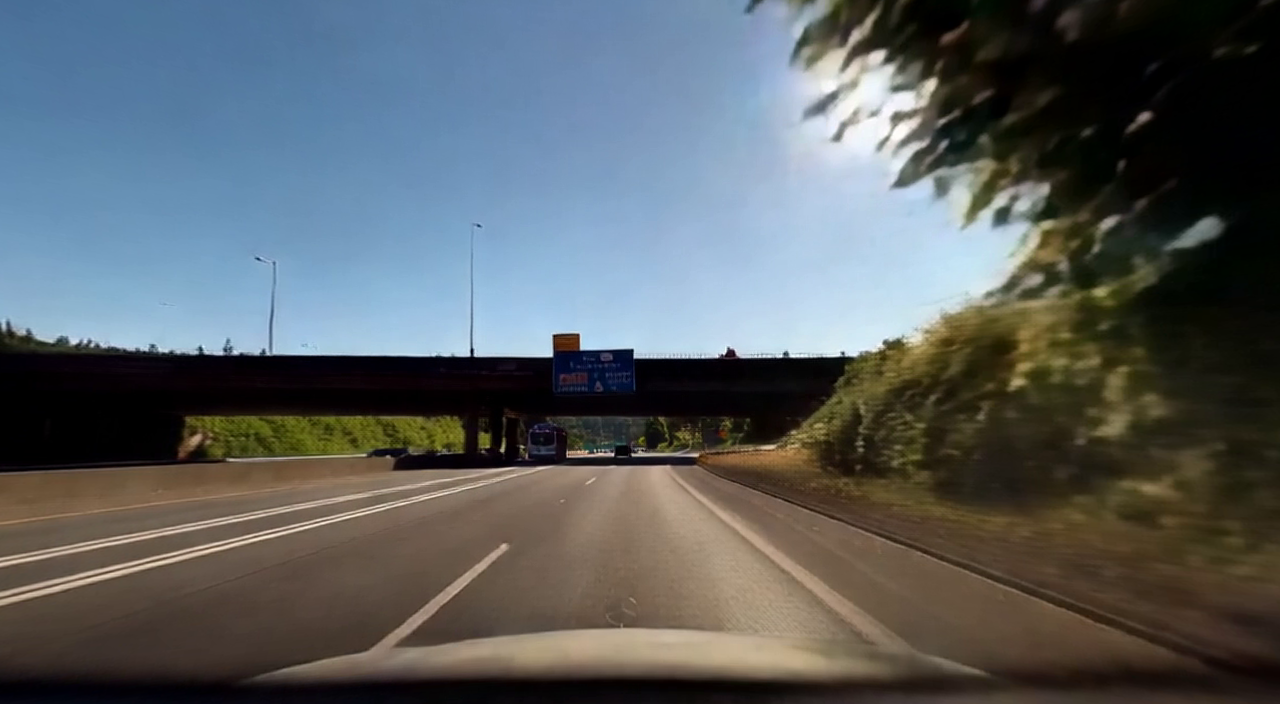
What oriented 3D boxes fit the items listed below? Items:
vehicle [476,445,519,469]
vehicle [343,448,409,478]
[{"bbox_3d":[-9.998,7.382,44.563,1.979,1.600,4.516,0,-9,1],"label":"vehicle"},{"bbox_3d":[-14.146,5.928,34.030,1.878,1.470,3.825,0,-9,0],"label":"vehicle"}]
